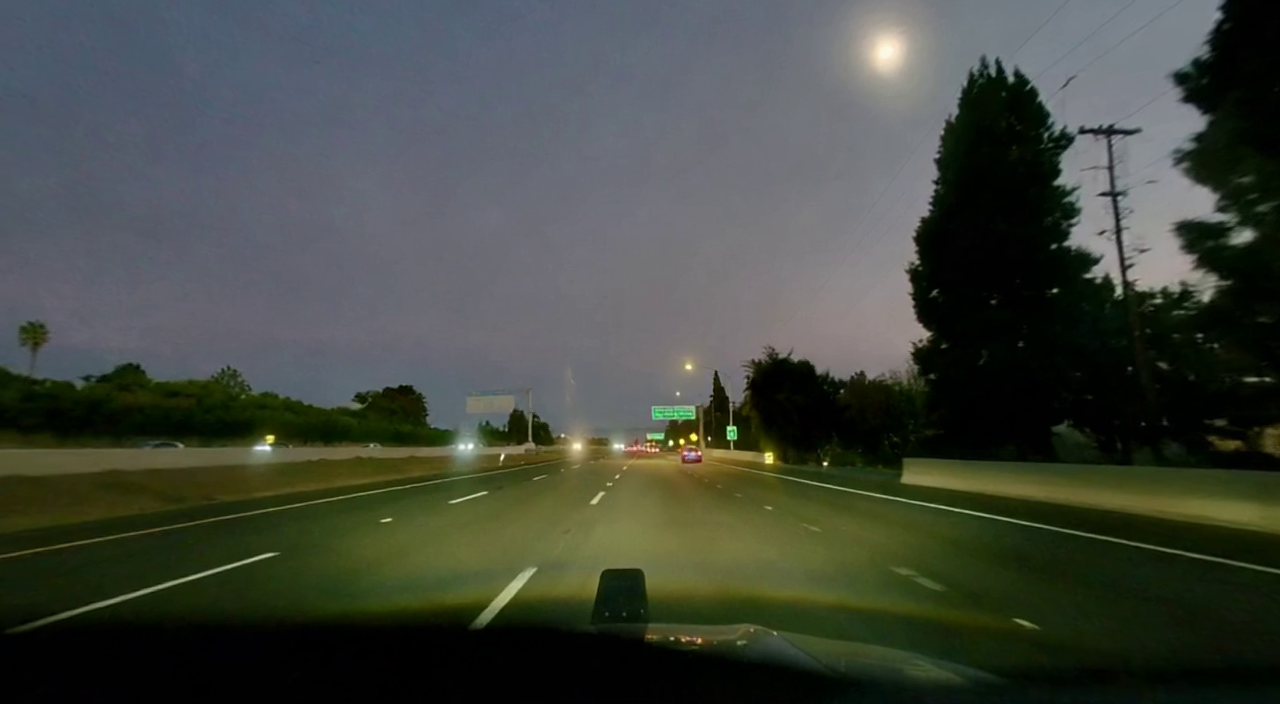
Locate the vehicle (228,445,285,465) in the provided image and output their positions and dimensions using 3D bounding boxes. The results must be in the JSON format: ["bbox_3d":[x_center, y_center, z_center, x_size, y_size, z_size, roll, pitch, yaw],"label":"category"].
[{"bbox_3d":[-30.192,8.093,49.785,1.717,1.466,4.377,0,-8,0],"label":"vehicle"}]

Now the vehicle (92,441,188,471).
[{"bbox_3d":[-30.372,6.313,38.507,1.975,1.717,4.668,0,-8,1],"label":"vehicle"}]
